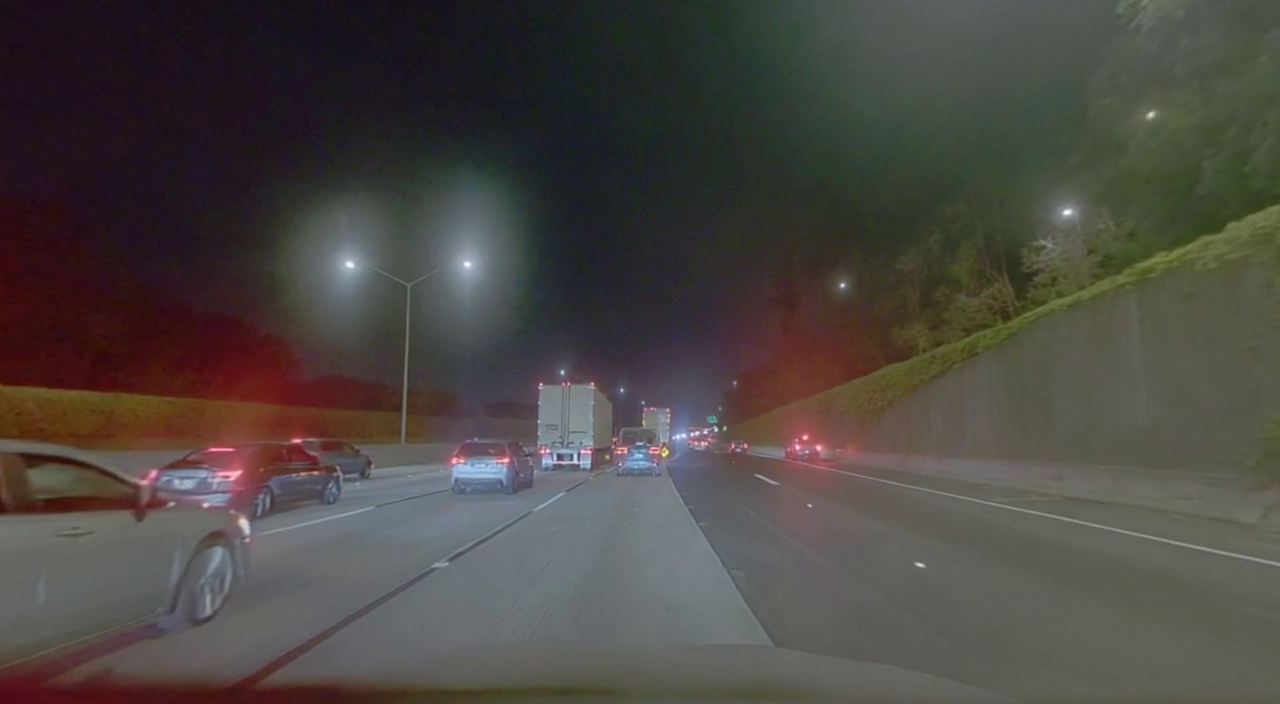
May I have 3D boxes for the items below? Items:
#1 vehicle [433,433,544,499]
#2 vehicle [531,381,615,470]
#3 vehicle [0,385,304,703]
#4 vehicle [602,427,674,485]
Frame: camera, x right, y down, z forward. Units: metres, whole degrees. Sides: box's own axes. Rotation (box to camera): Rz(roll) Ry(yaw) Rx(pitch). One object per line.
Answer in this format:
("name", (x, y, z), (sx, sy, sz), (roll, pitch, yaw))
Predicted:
("vehicle", (-4.100, 3.156, 17.831), (2.124, 1.627, 3.863), (0, -8, 1))
("vehicle", (-3.712, 5.050, 40.081), (3.348, 4.469, 16.443), (0, -9, 1))
("vehicle", (-3.764, 0.946, 2.840), (1.866, 1.568, 4.603), (0, -8, 1))
("vehicle", (-0.055, 3.682, 22.599), (2.325, 1.864, 4.128), (0, -8, 0))
